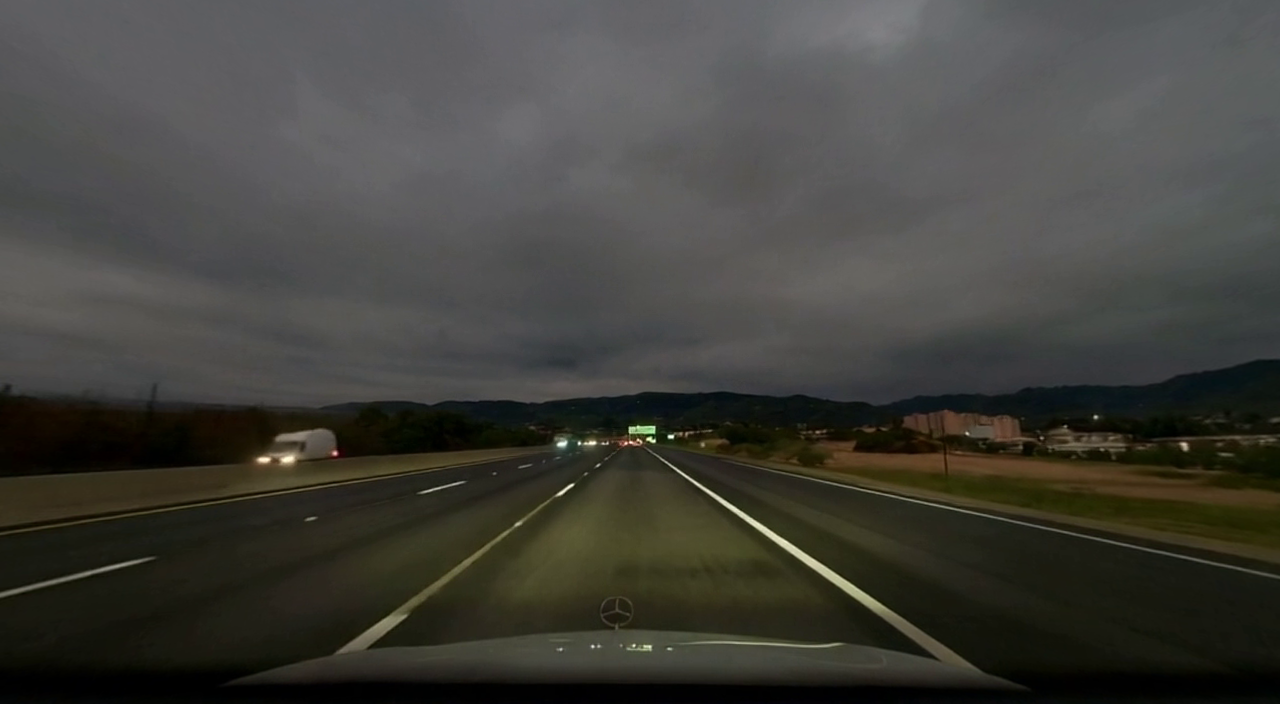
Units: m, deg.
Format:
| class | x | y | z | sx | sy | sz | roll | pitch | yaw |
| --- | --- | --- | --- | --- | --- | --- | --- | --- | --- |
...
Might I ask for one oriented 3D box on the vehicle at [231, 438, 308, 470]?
| class | x | y | z | sx | sy | sz | roll | pitch | yaw |
| --- | --- | --- | --- | --- | --- | --- | --- | --- | --- |
| vehicle | -23.556 | 6.490 | 40.248 | 2.028 | 1.893 | 4.760 | 0 | -8 | -1 |
